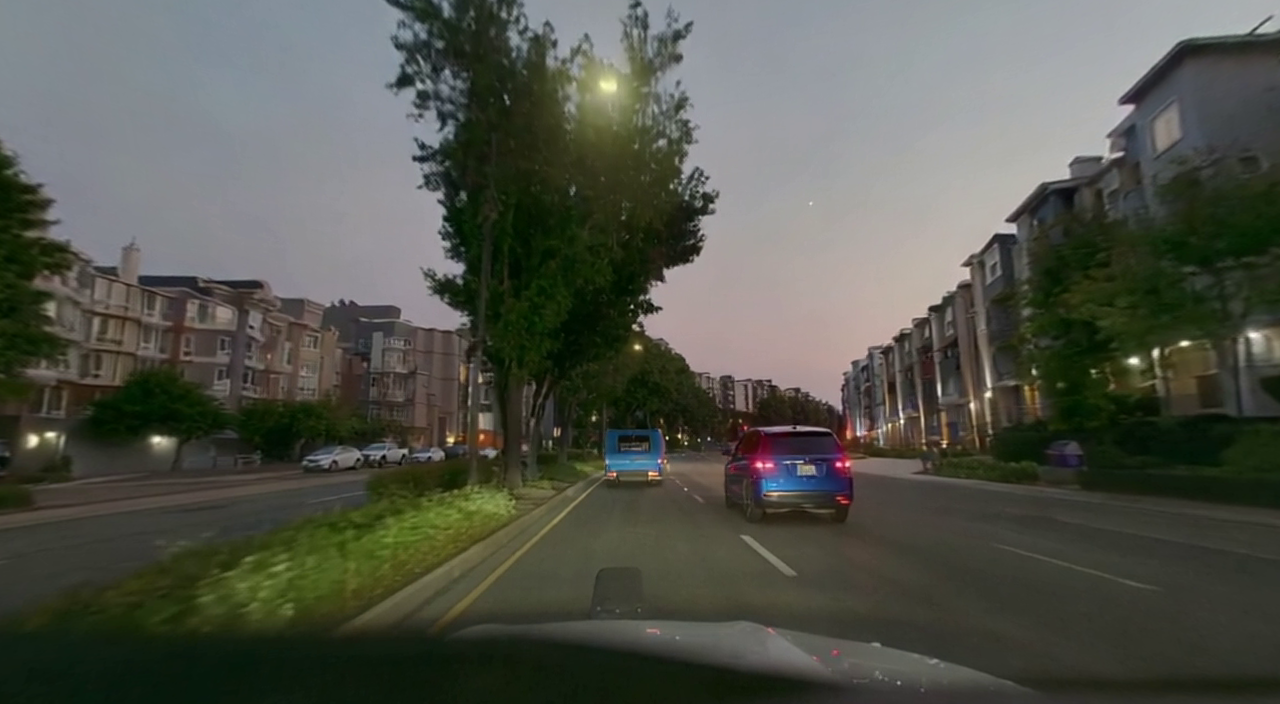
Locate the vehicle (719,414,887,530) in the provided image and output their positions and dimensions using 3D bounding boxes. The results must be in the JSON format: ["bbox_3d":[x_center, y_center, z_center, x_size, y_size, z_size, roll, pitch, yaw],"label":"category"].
[{"bbox_3d":[2.869,2.250,12.314,2.033,1.823,4.409,0,-9,-1],"label":"vehicle"}]

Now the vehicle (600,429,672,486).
[{"bbox_3d":[-0.084,3.848,23.270,2.345,1.841,5.032,0,-9,1],"label":"vehicle"}]

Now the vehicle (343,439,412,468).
[{"bbox_3d":[-18.325,7.159,44.387,2.195,1.894,5.489,-2,-10,3],"label":"vehicle"}]

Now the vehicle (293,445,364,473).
[{"bbox_3d":[-18.578,6.418,37.951,1.954,1.570,4.828,1,-10,-2],"label":"vehicle"}]
